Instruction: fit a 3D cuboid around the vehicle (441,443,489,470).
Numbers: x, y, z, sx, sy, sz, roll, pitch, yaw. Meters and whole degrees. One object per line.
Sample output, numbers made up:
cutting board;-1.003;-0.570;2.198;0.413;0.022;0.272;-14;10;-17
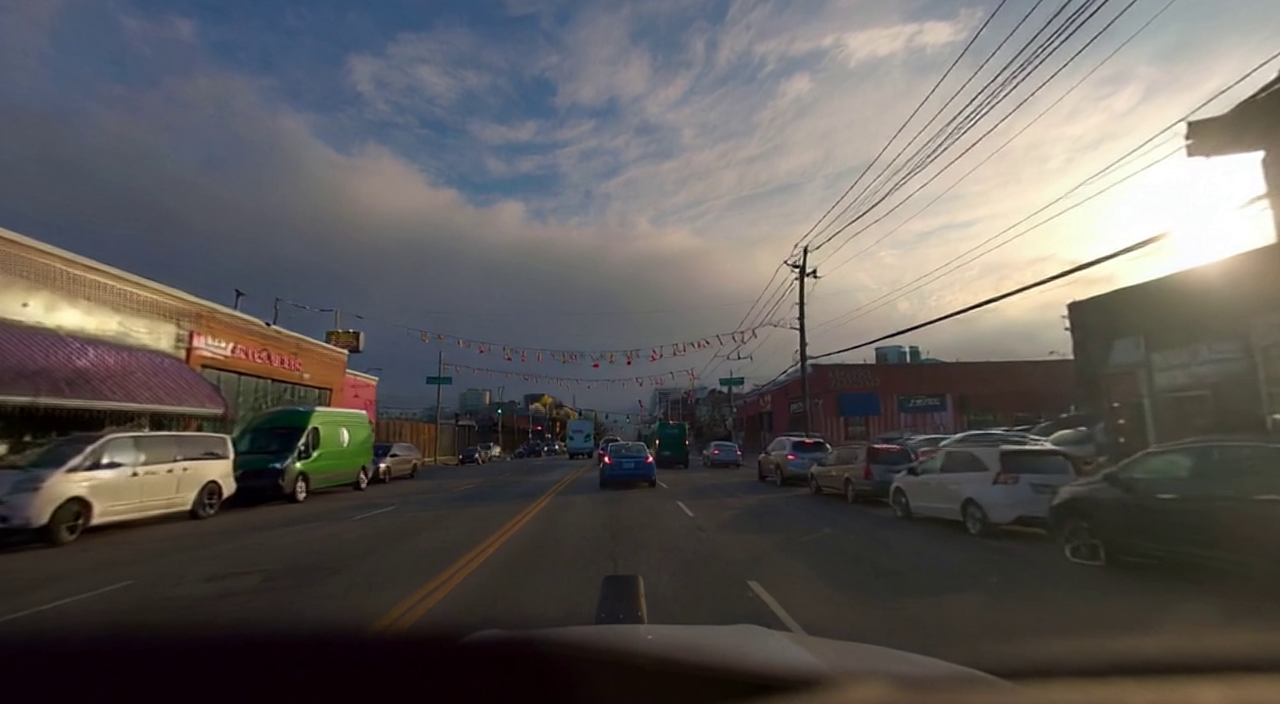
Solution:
vehicle;-10.900;6.512;39.633;1.962;1.529;4.109;1;-8;-2

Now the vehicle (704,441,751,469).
vehicle;4.953;5.877;36.277;1.824;1.481;4.057;1;-8;-5

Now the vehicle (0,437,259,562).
vehicle;-9.855;2.467;11.634;2.256;1.722;5.644;0;-8;-2

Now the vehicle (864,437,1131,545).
vehicle;5.752;2.251;10.998;2.012;1.470;4.394;0;-8;-1

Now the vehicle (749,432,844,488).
vehicle;5.481;3.852;22.940;2.079;1.788;4.974;0;-8;-1

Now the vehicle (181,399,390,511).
vehicle;-9.858;2.939;18.454;2.724;2.739;5.663;0;-8;0

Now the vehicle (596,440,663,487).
vehicle;-0.411;3.813;22.035;2.112;1.464;4.411;0;-8;-2

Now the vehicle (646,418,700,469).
vehicle;1.727;5.128;35.375;2.649;2.583;5.800;0;-8;-1

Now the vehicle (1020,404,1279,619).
vehicle;6.045;1.434;6.181;1.876;1.692;4.492;0;-8;1
